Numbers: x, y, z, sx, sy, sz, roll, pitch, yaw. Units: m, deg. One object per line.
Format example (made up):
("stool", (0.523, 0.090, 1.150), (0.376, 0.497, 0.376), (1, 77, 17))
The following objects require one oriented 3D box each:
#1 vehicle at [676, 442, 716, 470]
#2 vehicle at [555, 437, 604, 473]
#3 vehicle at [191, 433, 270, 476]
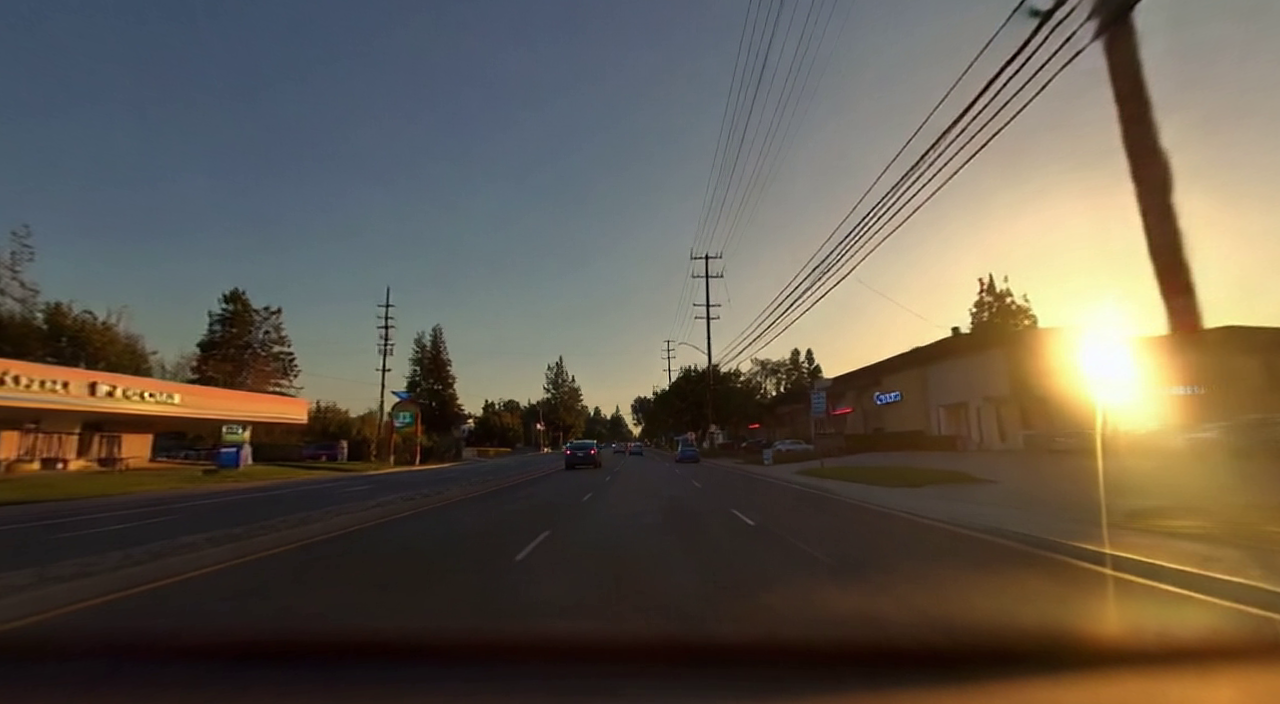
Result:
("vehicle", (3.136, 5.918, 36.087), (1.978, 1.455, 4.195), (0, -9, 1))
("vehicle", (-2.979, 5.189, 31.918), (2.047, 1.664, 4.148), (0, -9, 0))
("vehicle", (-28.097, 7.015, 43.549), (2.230, 2.687, 5.908), (1, -8, -9))
